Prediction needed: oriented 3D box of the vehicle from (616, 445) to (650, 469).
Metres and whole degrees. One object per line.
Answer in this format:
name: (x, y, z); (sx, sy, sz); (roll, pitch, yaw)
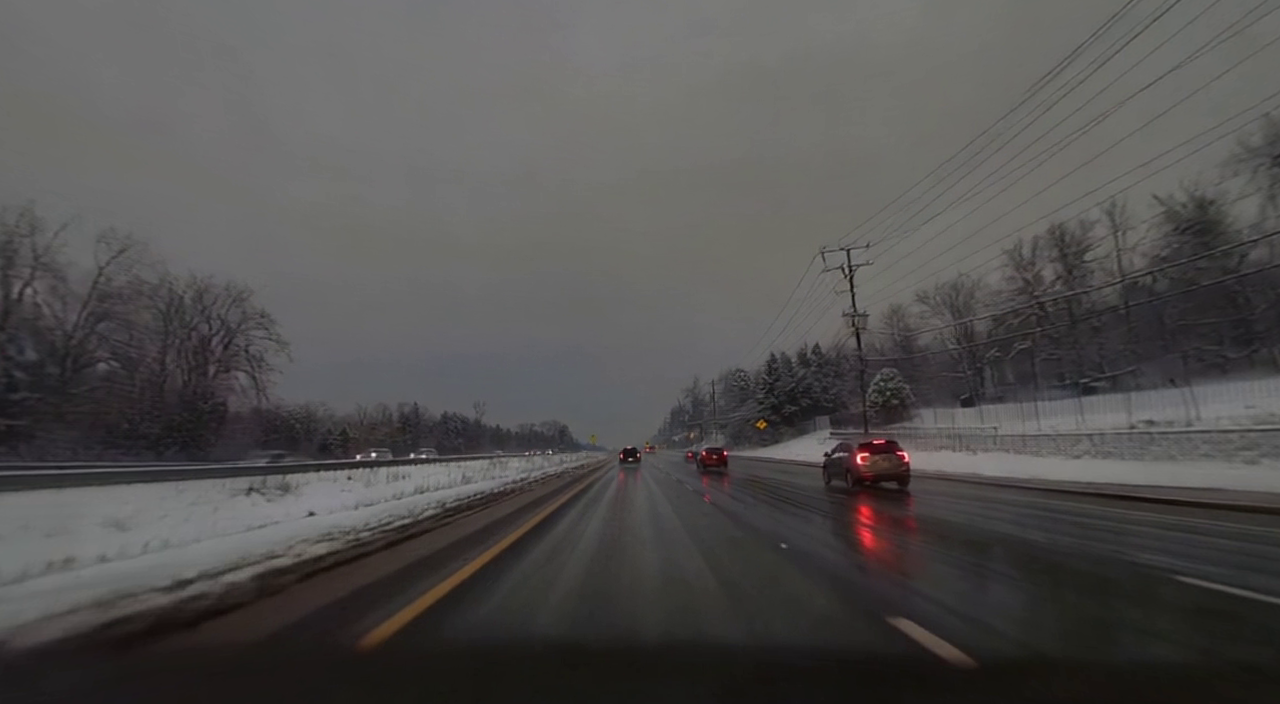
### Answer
vehicle: (-0.433, 6.812, 41.232); (2.085, 1.449, 3.860); (0, -8, 0)

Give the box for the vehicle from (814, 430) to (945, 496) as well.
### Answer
vehicle: (7.242, 3.398, 19.738); (2.114, 1.800, 4.779); (0, -8, -1)

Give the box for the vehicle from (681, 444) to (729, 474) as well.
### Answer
vehicle: (3.403, 5.705, 33.871); (1.978, 1.488, 4.252); (0, -8, -1)

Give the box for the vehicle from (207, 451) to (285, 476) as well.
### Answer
vehicle: (-24.867, 7.025, 40.068); (1.879, 1.468, 4.713); (0, -8, 1)
